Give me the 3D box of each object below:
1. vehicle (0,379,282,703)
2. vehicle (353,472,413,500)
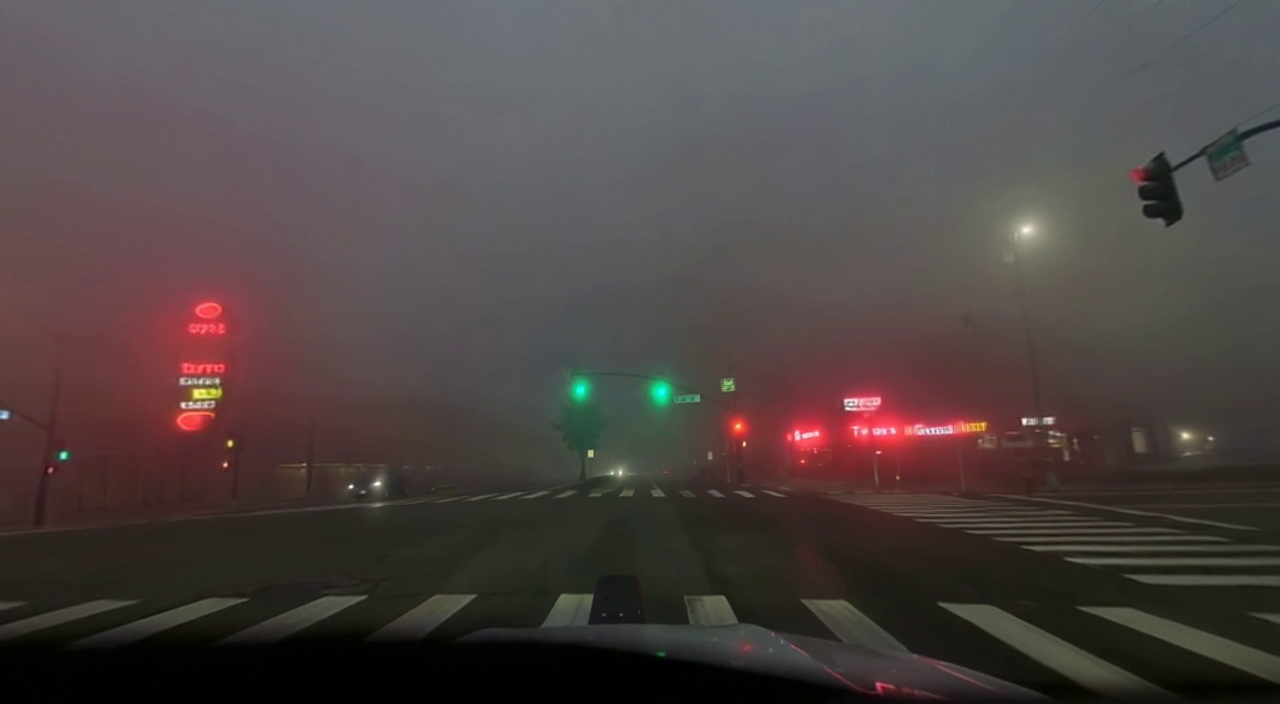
[{"bbox_3d":[-3.386,0.832,1.640,2.081,1.644,4.523,0,-9,2],"label":"vehicle"},{"bbox_3d":[-15.820,8.246,39.031,1.931,1.471,4.152,0,-9,1],"label":"vehicle"}]
